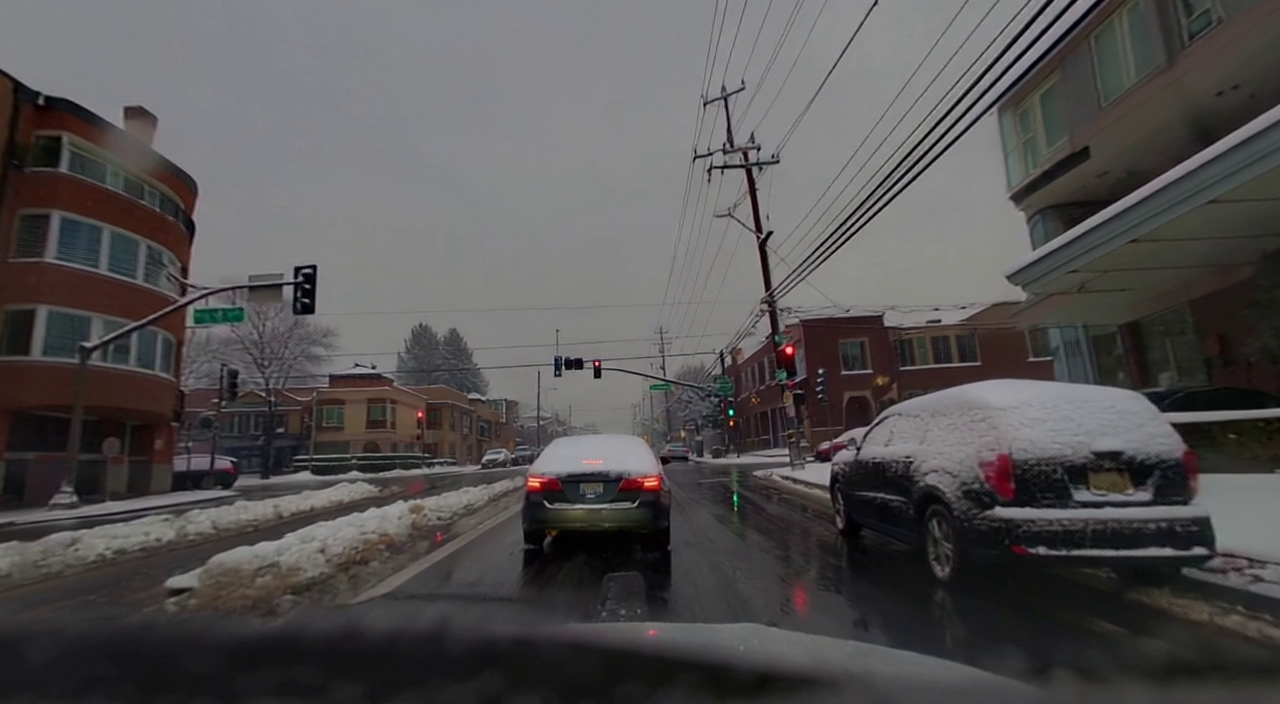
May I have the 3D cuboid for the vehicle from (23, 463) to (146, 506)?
[{"bbox_3d":[-24.771,5.902,28.250,3.891,1.538,1.698,-4,-11,0],"label":"vehicle"}]

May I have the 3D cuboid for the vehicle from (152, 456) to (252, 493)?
[{"bbox_3d":[-25.365,7.111,36.707,4.337,1.739,1.981,-5,-11,1],"label":"vehicle"}]

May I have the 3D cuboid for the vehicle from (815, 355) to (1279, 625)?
[{"bbox_3d":[3.837,1.351,7.121,2.248,1.945,5.011,0,-8,0],"label":"vehicle"}]

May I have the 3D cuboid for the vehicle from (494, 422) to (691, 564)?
[{"bbox_3d":[-0.486,1.761,8.630,2.019,1.453,4.129,0,-8,0],"label":"vehicle"}]
